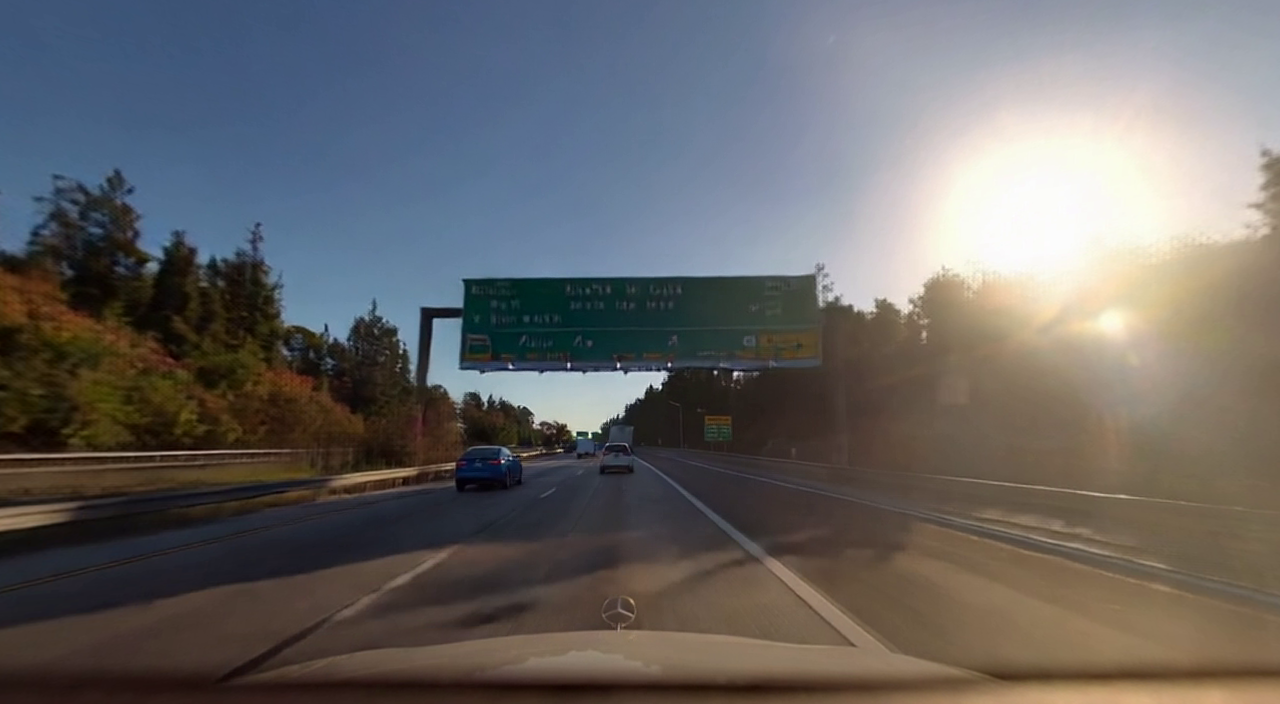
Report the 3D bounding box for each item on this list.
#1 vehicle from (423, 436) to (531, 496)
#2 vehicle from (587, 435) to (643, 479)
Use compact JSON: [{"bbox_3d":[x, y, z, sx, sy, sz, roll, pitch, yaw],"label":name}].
[{"bbox_3d":[-4.859,3.471,19.462,2.103,1.588,4.709,-1,-9,0],"label":"vehicle"},{"bbox_3d":[-1.035,4.478,26.866,2.220,1.711,4.056,0,-9,-1],"label":"vehicle"}]
